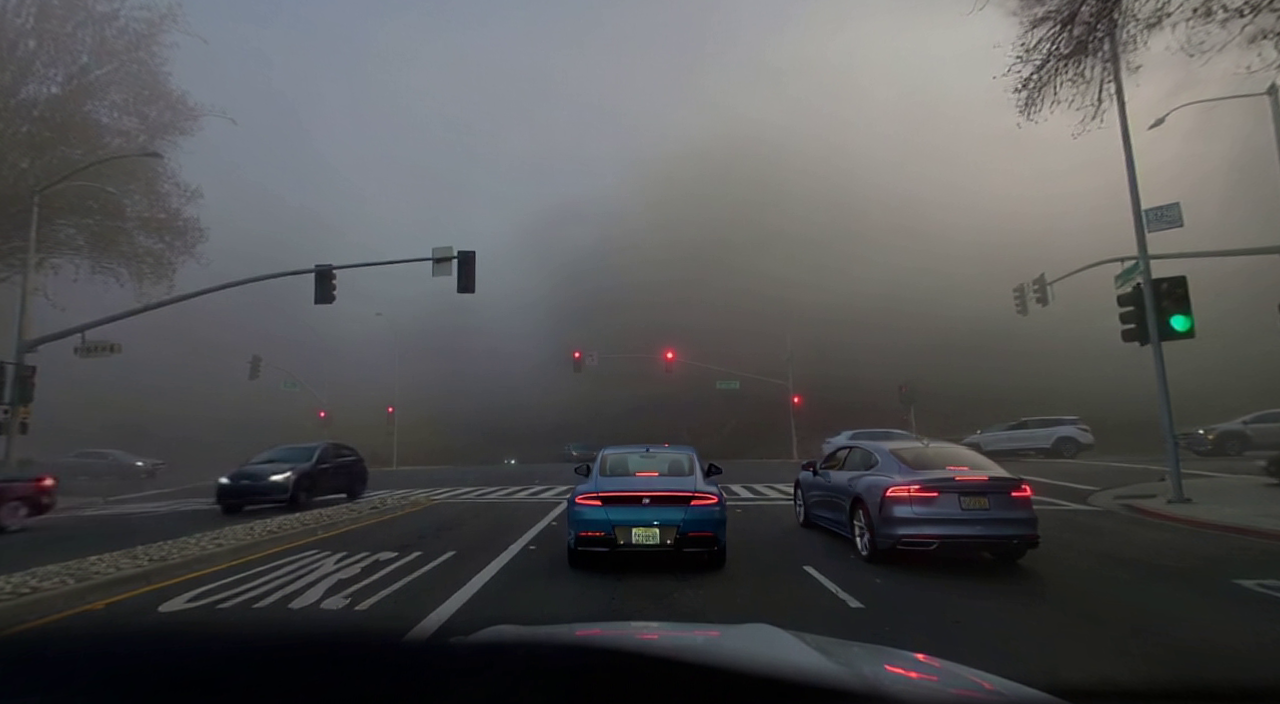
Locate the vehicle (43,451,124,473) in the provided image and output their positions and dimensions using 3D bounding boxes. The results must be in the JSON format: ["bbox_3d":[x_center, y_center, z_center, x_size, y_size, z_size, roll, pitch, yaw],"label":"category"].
[{"bbox_3d":[-41.286,8.162,46.804,4.195,1.533,1.752,0,-8,-3],"label":"vehicle"}]

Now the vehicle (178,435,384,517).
[{"bbox_3d":[-8.353,2.913,15.387,2.091,1.651,4.870,0,-8,1],"label":"vehicle"}]

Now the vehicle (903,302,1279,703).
[{"bbox_3d":[3.110,0.805,2.539,2.143,1.759,4.531,0,-8,0],"label":"vehicle"}]

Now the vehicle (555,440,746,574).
[{"bbox_3d":[0.123,1.871,8.396,1.945,1.343,3.827,0,-8,1],"label":"vehicle"}]
